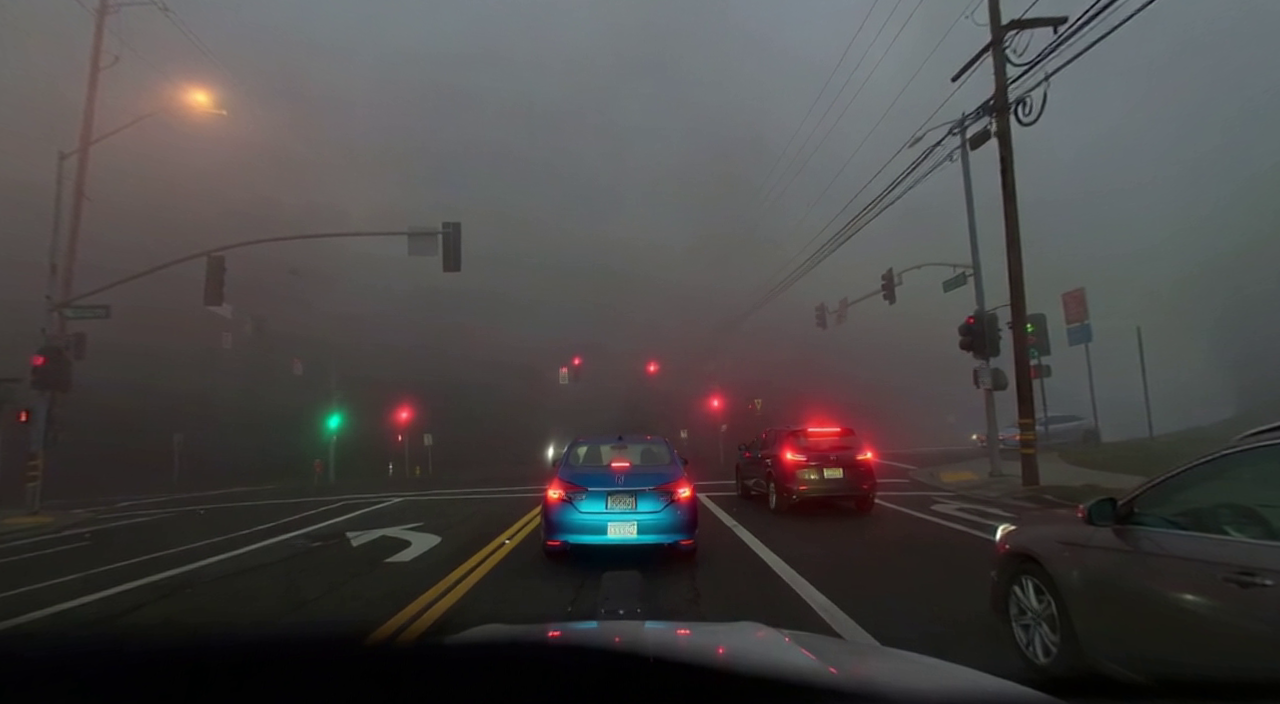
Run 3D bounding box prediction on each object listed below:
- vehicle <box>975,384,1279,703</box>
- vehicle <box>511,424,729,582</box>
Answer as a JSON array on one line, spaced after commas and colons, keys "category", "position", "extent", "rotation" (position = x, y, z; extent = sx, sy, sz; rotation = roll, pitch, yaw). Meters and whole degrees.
[{"category": "vehicle", "position": [2.927, 0.835, 1.834], "extent": [1.860, 1.494, 3.707], "rotation": [0, -8, 0]}, {"category": "vehicle", "position": [-0.224, 1.750, 8.173], "extent": [2.061, 1.485, 4.196], "rotation": [0, -8, -1]}]
